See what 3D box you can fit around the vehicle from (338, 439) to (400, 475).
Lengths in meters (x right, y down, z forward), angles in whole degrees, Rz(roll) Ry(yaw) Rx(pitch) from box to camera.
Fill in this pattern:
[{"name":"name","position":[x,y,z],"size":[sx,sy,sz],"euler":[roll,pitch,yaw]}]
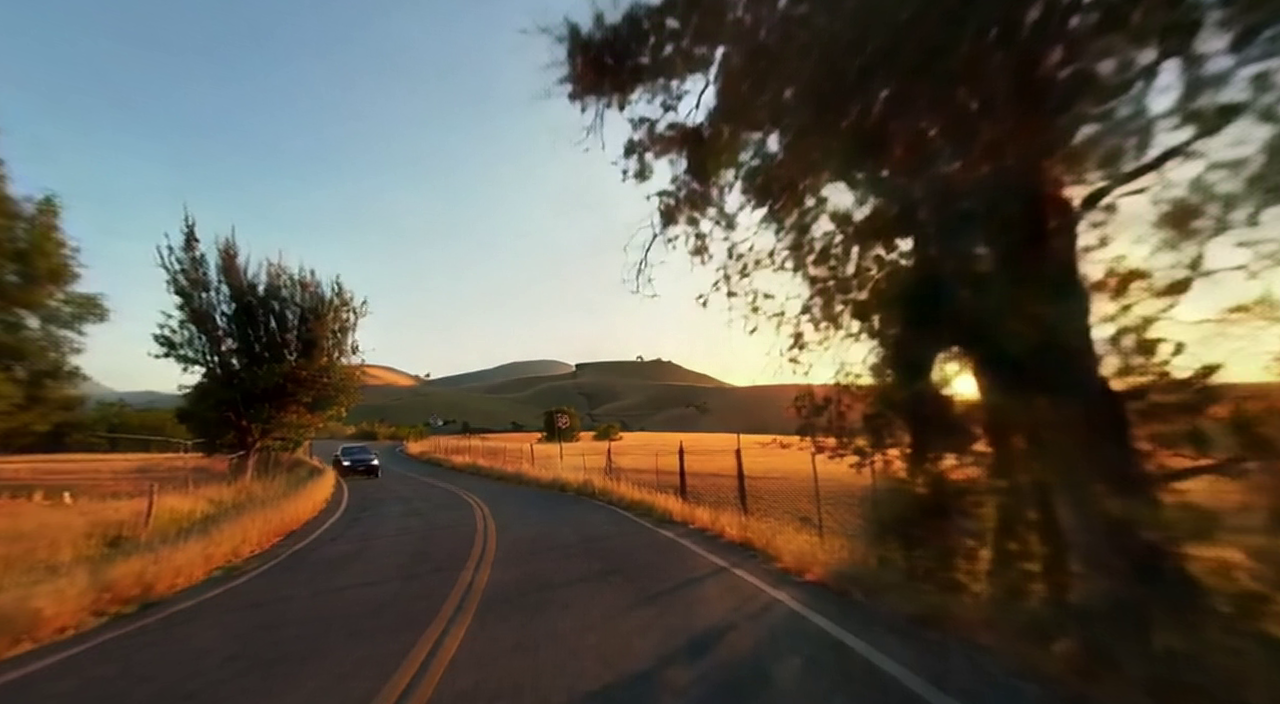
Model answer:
[{"name":"vehicle","position":[-13.071,4.981,30.206],"size":[2.075,1.562,4.241],"euler":[5,-9,-31]}]
